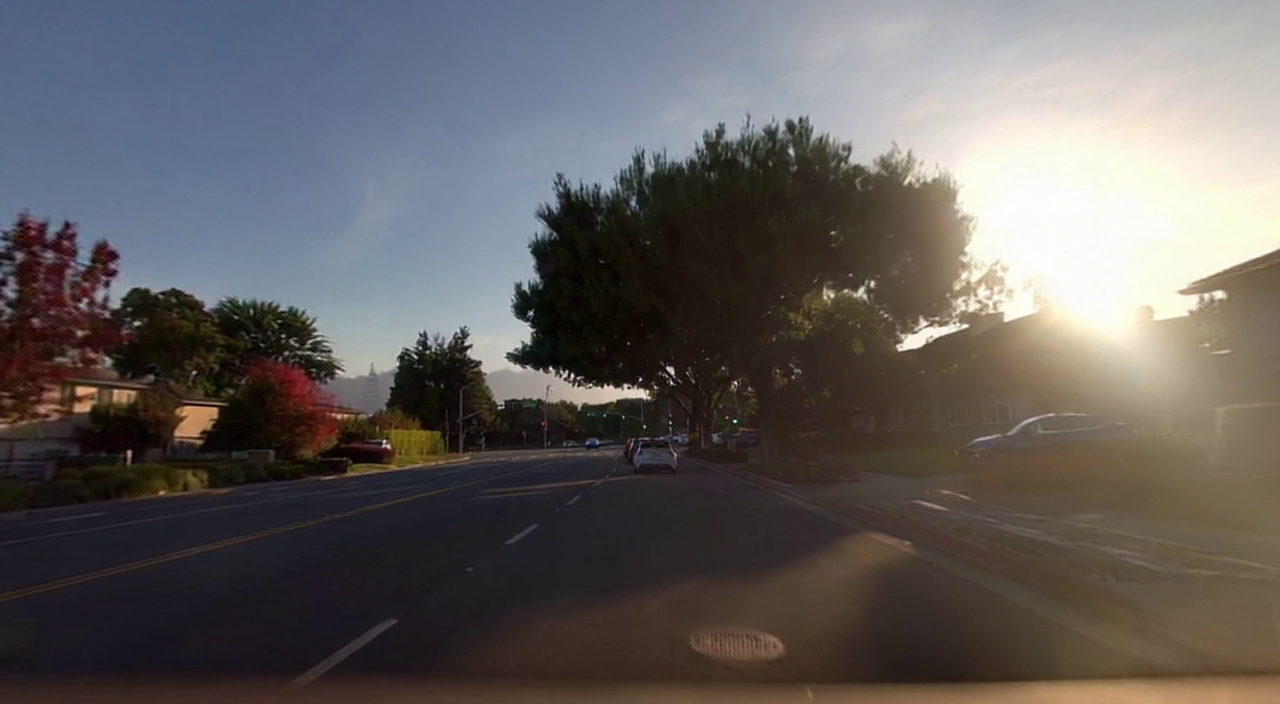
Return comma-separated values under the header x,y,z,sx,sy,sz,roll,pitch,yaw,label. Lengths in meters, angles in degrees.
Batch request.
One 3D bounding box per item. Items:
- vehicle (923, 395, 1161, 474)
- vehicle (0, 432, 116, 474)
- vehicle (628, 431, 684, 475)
x,y,z,sx,sy,sz,roll,pitch,yaw,label
10.235,2.145,16.361,4.746,1.485,1.916,-6,-8,0,vehicle
-28.443,4.876,30.596,5.100,1.864,2.490,-4,-9,25,vehicle
0.617,4.053,25.342,2.088,1.607,3.903,0,-9,1,vehicle
